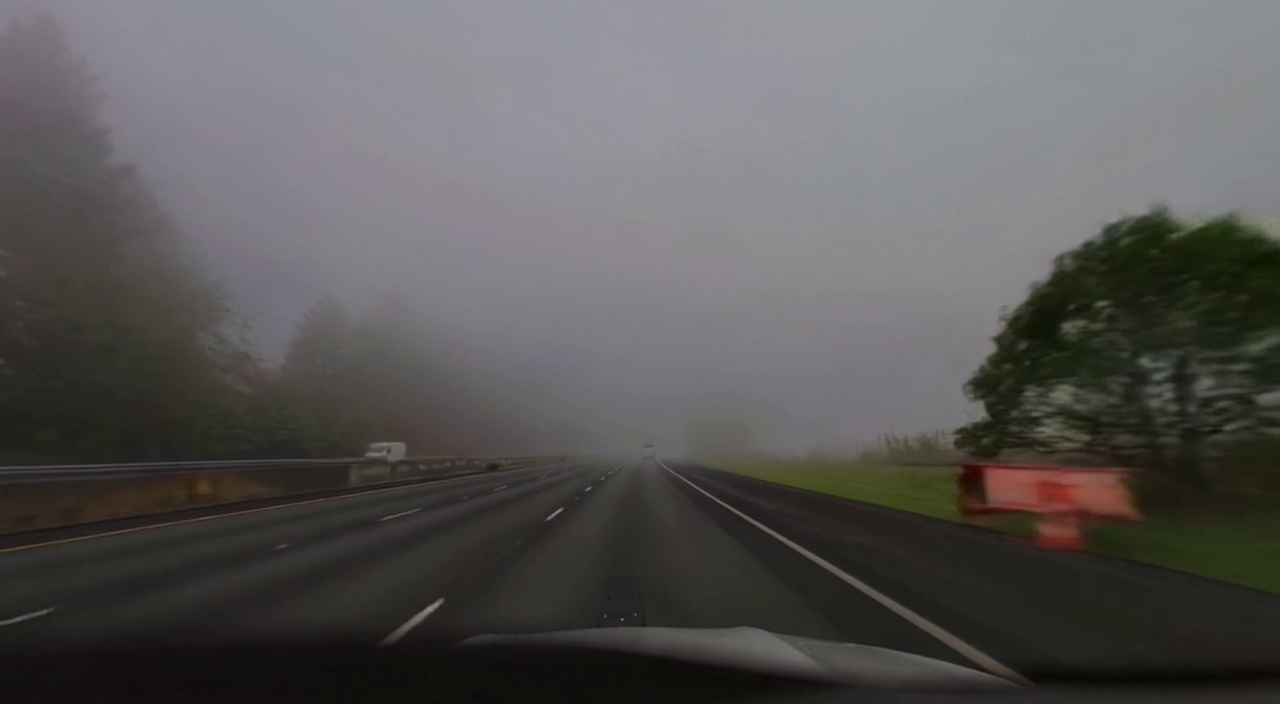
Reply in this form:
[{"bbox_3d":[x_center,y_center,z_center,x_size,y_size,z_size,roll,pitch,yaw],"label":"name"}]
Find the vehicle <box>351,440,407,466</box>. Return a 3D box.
[{"bbox_3d":[-20.354,7.937,49.449,2.098,1.880,5.117,0,-9,1],"label":"vehicle"}]
